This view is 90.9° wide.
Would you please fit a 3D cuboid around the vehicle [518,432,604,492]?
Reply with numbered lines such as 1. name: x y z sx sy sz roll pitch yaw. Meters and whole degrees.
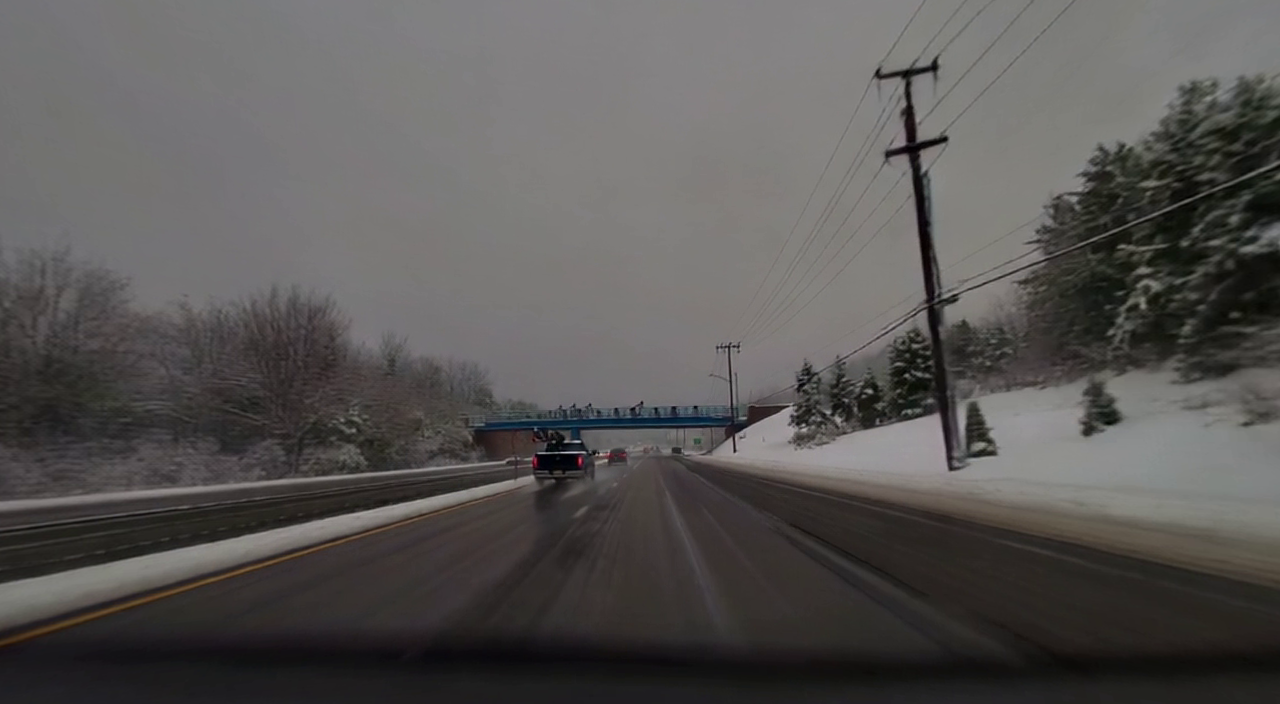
1. vehicle: -2.770 4.043 23.507 2.369 1.948 5.343 0 -9 2
